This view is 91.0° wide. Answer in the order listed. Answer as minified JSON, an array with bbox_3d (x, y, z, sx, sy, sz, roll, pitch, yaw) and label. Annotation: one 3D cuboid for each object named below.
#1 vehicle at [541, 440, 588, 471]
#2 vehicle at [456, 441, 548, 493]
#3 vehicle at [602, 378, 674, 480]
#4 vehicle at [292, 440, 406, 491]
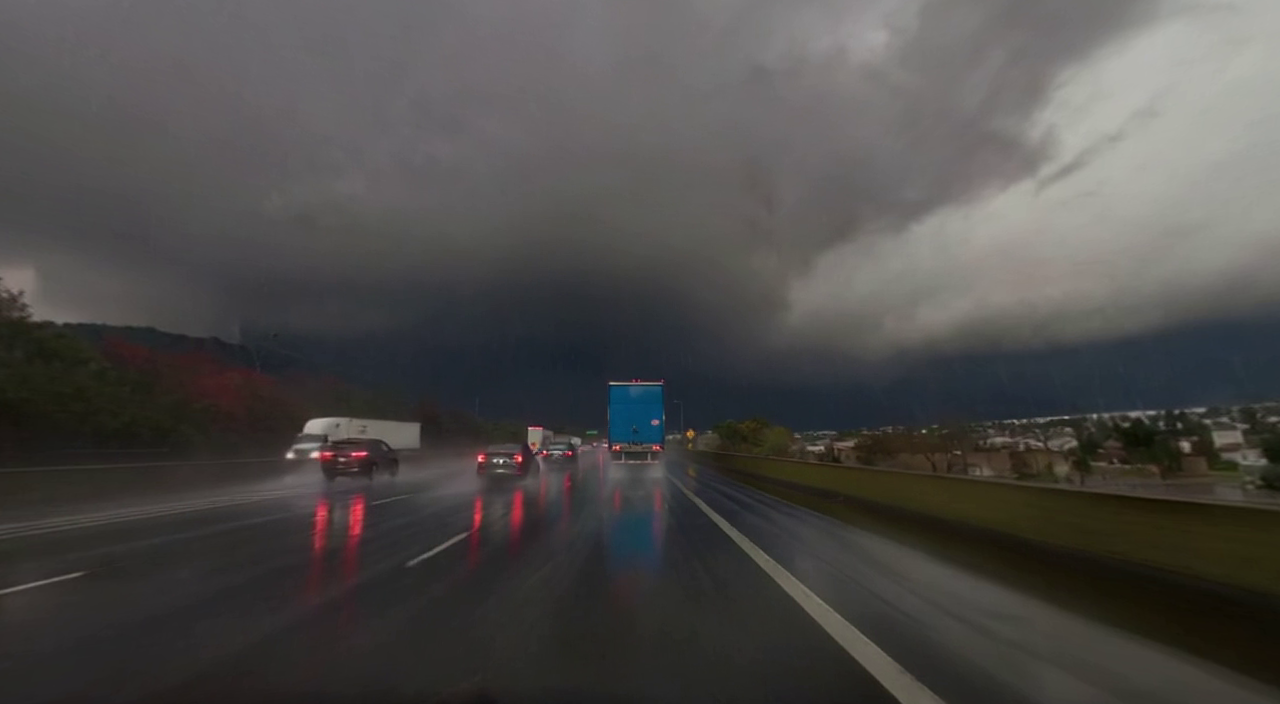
[{"bbox_3d":[-4.267,5.913,36.174,2.158,1.680,4.087,0,-8,1],"label":"vehicle"},{"bbox_3d":[-4.524,3.819,21.317,2.164,1.582,3.979,0,-8,1],"label":"vehicle"},{"bbox_3d":[-0.356,3.860,30.919,2.913,4.113,10.724,0,-8,-3],"label":"vehicle"},{"bbox_3d":[-9.943,3.870,21.940,1.952,1.590,4.090,-1,-8,1],"label":"vehicle"}]
